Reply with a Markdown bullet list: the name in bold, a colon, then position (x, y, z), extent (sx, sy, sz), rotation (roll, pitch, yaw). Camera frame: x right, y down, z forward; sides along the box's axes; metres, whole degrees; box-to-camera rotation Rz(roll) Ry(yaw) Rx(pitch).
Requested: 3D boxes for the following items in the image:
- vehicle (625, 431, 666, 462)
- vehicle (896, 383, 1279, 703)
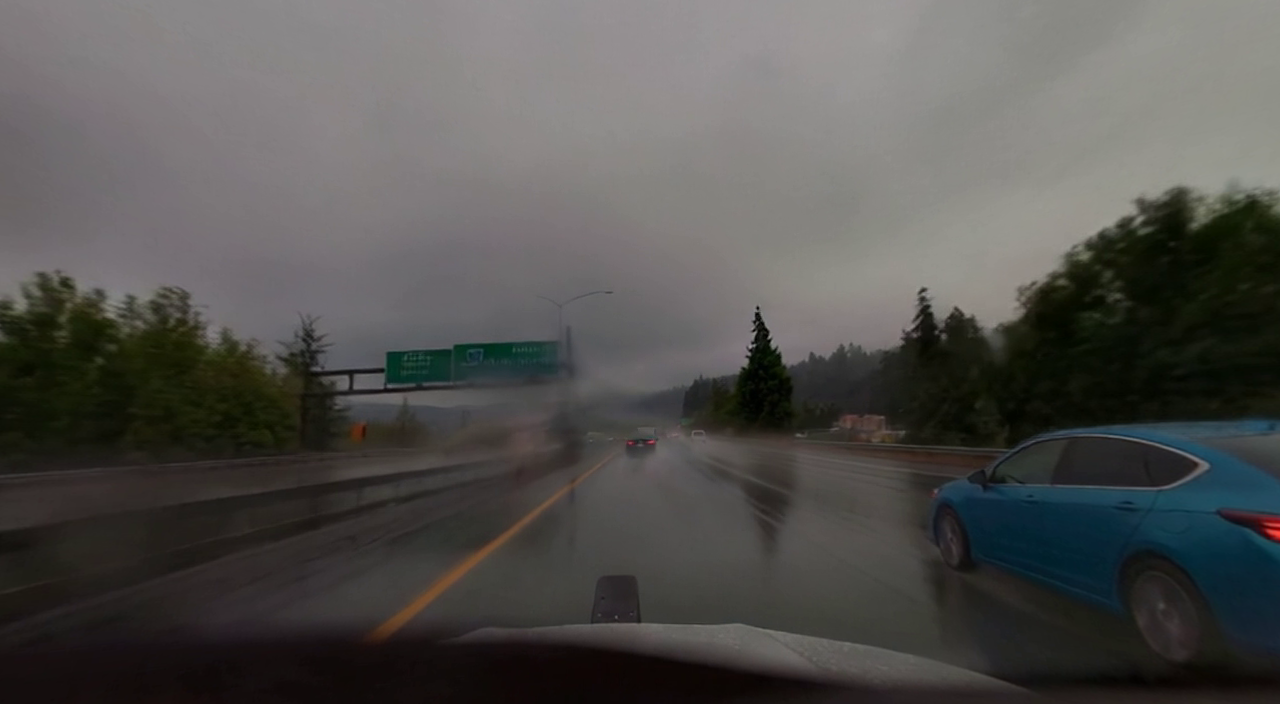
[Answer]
- **vehicle**: position (0.238, 5.042, 33.744), extent (2.046, 1.526, 3.903), rotation (0, -8, -1)
- **vehicle**: position (3.745, 1.093, 4.321), extent (1.981, 1.467, 4.459), rotation (0, -8, -2)
